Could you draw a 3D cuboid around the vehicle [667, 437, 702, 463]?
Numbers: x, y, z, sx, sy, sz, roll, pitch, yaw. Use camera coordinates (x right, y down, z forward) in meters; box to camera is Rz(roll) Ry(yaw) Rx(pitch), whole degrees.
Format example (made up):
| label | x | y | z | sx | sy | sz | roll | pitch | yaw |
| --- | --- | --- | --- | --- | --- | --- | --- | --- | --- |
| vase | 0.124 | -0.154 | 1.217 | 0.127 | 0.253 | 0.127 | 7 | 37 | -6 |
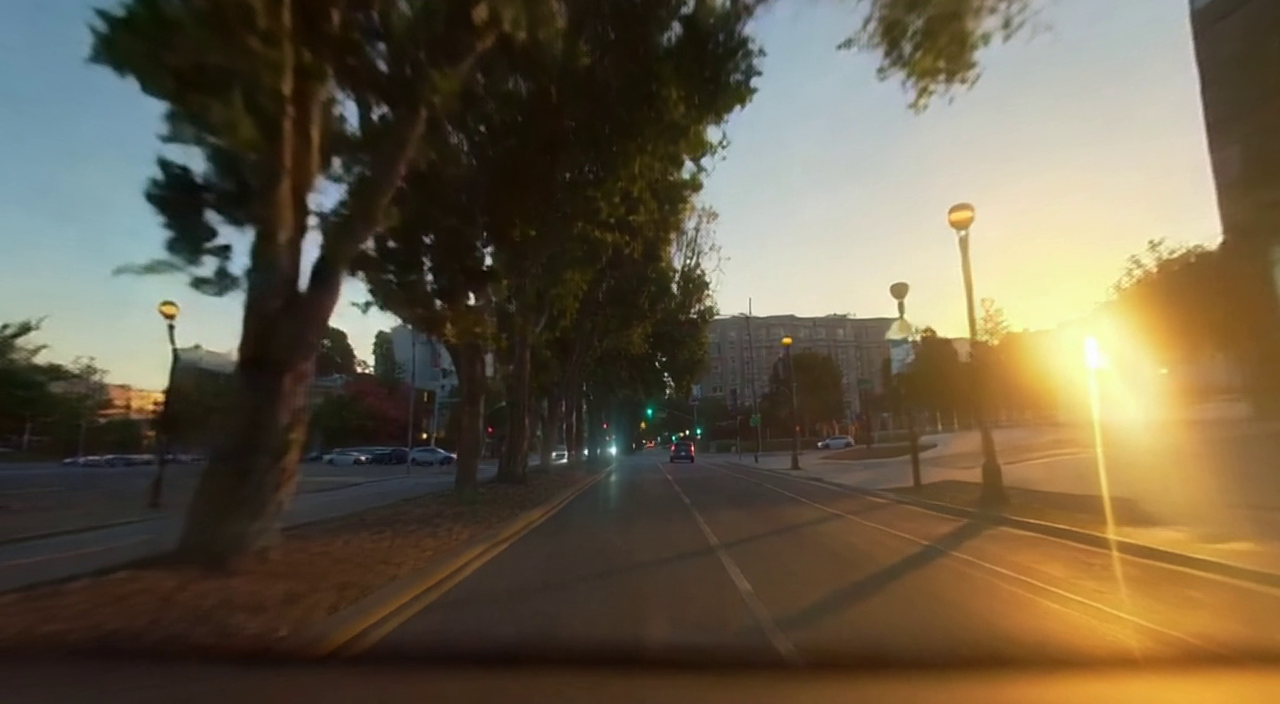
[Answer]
| label | x | y | z | sx | sy | sz | roll | pitch | yaw |
| --- | --- | --- | --- | --- | --- | --- | --- | --- | --- |
| vehicle | 3.009 | 6.755 | 43.516 | 2.129 | 1.719 | 4.205 | 0 | -8 | 0 |
